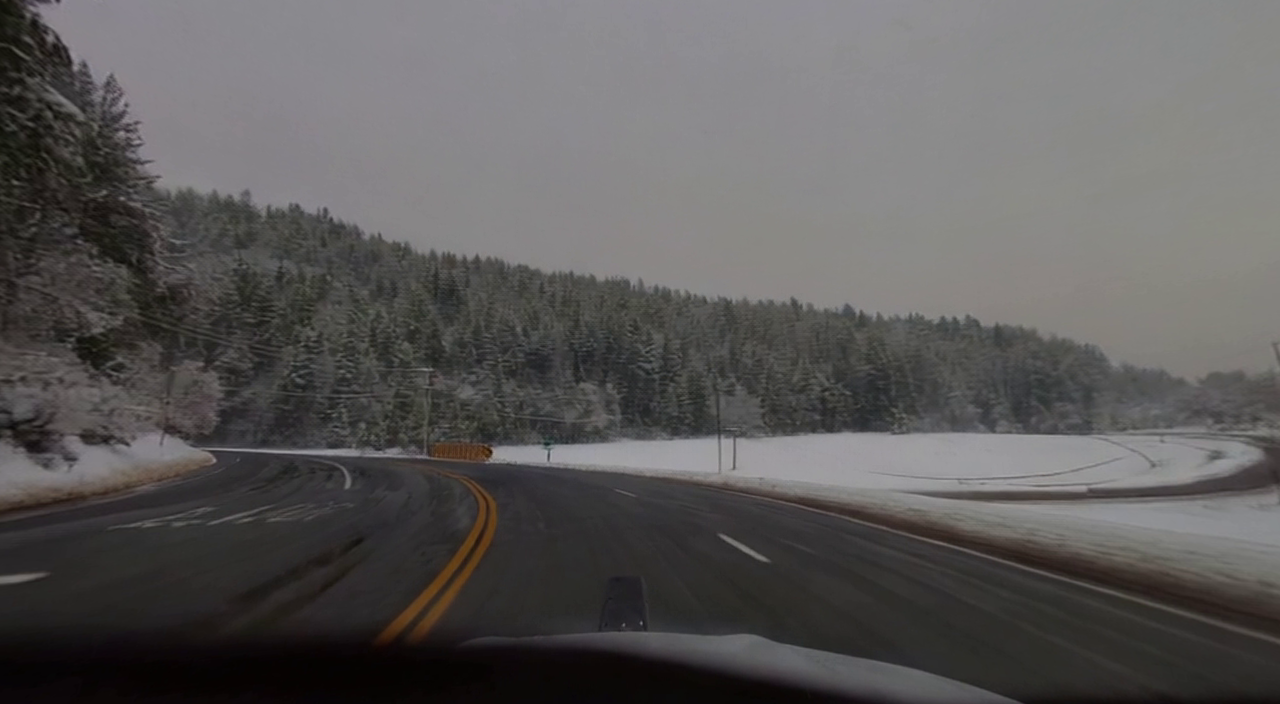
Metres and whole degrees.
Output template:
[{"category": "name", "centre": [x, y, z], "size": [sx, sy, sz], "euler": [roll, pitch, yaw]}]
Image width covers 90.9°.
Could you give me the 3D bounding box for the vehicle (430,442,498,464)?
[{"category": "vehicle", "centre": [-13.579, 7.801, 48.779], "size": [2.042, 1.612, 4.612], "euler": [-8, -11, 42]}]
